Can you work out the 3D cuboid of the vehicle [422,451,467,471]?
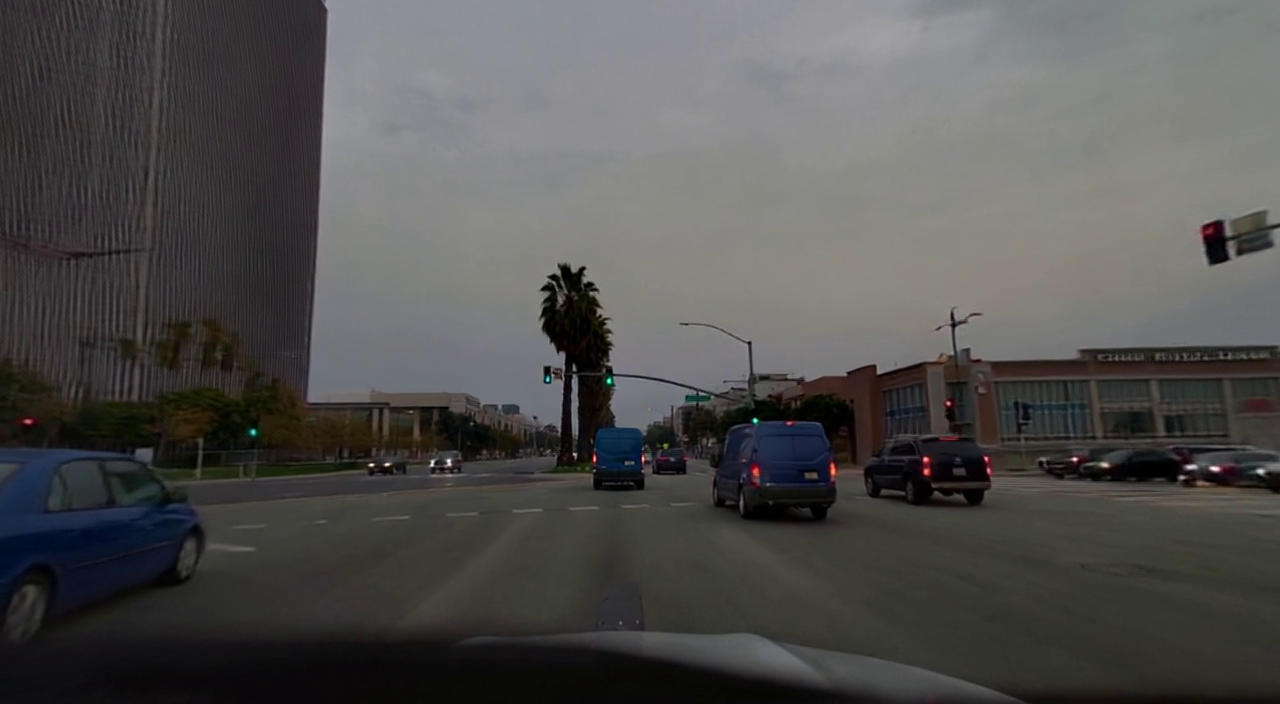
[{"bbox_3d":[-15.107,8.417,49.038,2.067,1.435,4.558,0,-8,-1],"label":"vehicle"}]

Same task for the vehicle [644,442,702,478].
[{"bbox_3d":[1.638,5.671,33.489,2.462,1.736,4.899,0,-9,-4],"label":"vehicle"}]

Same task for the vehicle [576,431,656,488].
[{"bbox_3d":[-0.964,4.274,25.454,2.848,1.991,5.706,0,-9,-2],"label":"vehicle"}]

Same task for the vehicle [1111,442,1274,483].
[{"bbox_3d":[20.752,4.167,23.844,4.412,1.441,2.181,2,-10,-8],"label":"vehicle"}]

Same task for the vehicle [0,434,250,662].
[{"bbox_3d":[-5.515,1.506,5.720,1.997,1.430,4.655,2,-9,-14],"label":"vehicle"}]

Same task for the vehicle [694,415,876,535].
[{"bbox_3d":[2.461,2.255,12.212,2.200,1.847,4.618,0,-9,-3],"label":"vehicle"}]

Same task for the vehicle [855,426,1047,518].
[{"bbox_3d":[6.898,2.701,14.727,2.023,1.771,4.488,0,-9,-2],"label":"vehicle"}]
